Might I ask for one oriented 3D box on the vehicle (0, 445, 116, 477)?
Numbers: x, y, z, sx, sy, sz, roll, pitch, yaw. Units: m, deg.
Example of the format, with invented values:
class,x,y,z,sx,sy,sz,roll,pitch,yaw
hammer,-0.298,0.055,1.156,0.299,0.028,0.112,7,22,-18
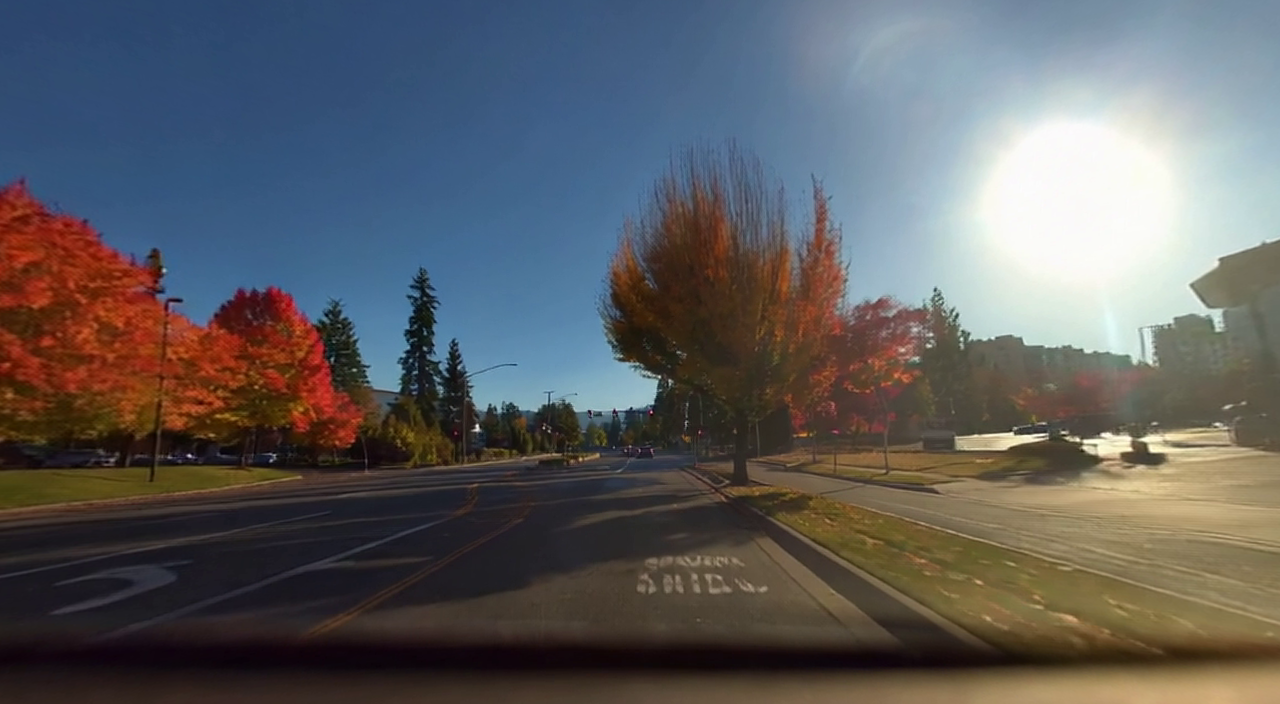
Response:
class,x,y,z,sx,sy,sz,roll,pitch,yaw
vehicle,-30.603,5.686,32.763,4.706,1.457,1.999,3,-11,-5
